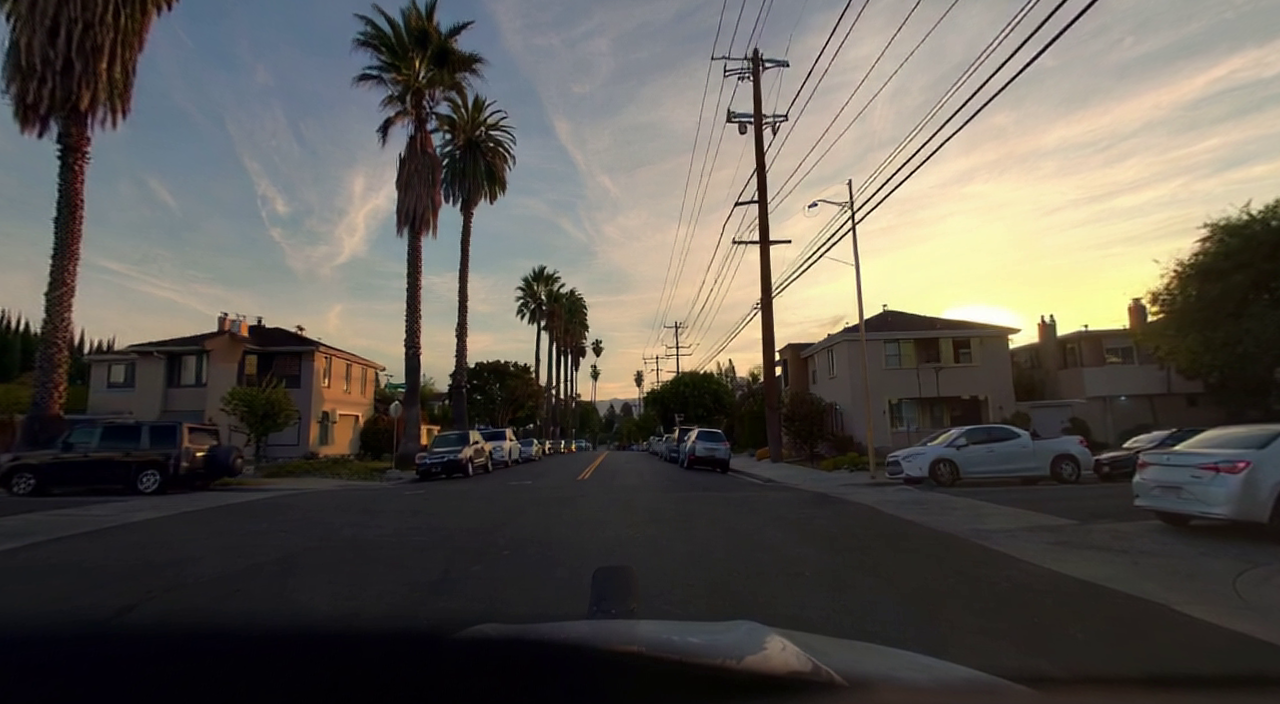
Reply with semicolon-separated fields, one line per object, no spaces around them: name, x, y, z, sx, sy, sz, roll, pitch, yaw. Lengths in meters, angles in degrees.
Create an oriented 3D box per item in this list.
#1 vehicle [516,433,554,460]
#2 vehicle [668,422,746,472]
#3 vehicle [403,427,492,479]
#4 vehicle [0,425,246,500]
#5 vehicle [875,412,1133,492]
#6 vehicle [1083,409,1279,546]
vehicle;-7.706;7.027;46.815;2.178;1.865;4.658;0;-9;-2
vehicle;2.698;4.092;27.252;2.505;1.895;5.805;0;-9;-2
vehicle;-6.992;3.742;23.498;2.198;1.724;4.493;1;-9;-5
vehicle;-14.802;3.091;17.723;5.847;1.766;2.392;-2;-9;-3
vehicle;10.278;2.865;18.209;5.971;1.967;2.385;-1;-9;-5
vehicle;9.003;1.676;8.735;4.181;1.638;2.015;0;-9;-1
